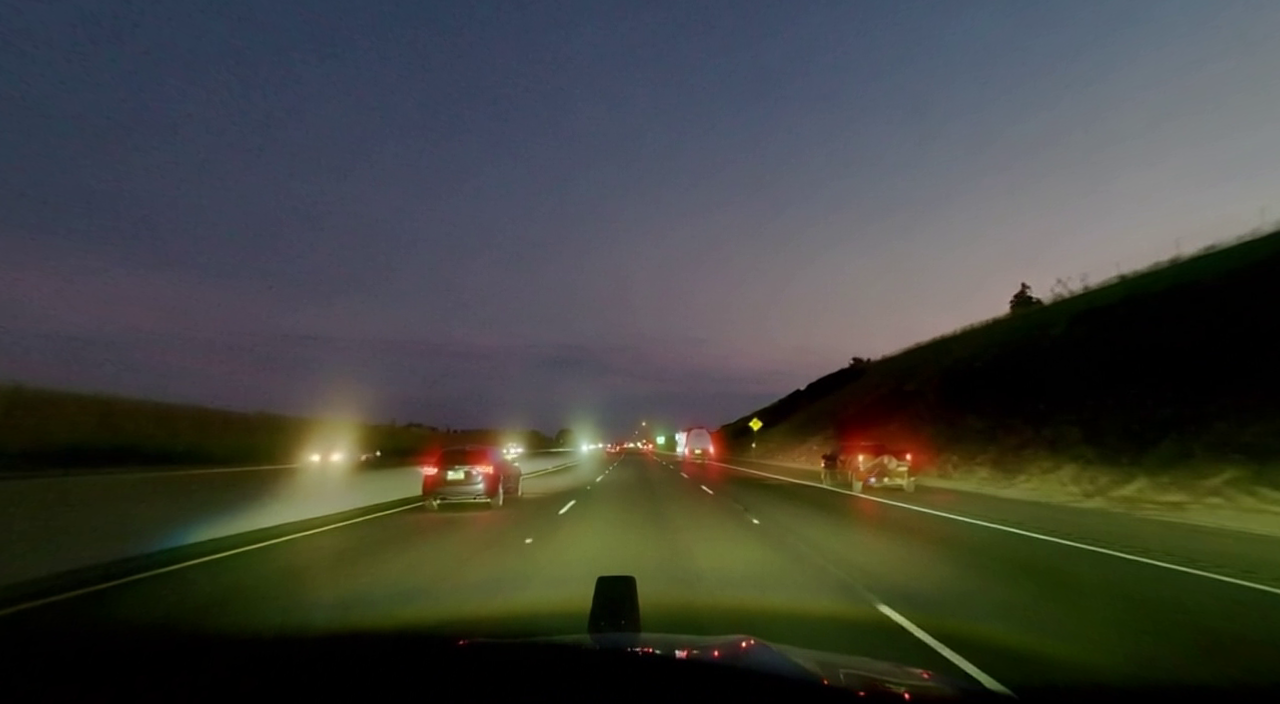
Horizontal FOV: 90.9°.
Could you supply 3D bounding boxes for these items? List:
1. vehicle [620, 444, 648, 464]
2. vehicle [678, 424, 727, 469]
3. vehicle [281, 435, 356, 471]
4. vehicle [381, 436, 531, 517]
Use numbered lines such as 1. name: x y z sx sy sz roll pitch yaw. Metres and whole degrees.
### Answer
1. vehicle: -0.448 7.580 46.872 2.007 1.456 3.719 0 -9 -1
2. vehicle: 3.851 6.005 40.095 2.361 2.636 5.684 0 -9 -1
3. vehicle: -19.356 6.126 38.187 2.007 2.011 4.830 0 -9 -1
4. vehicle: -3.913 2.724 14.289 2.054 1.529 4.368 0 -9 0
